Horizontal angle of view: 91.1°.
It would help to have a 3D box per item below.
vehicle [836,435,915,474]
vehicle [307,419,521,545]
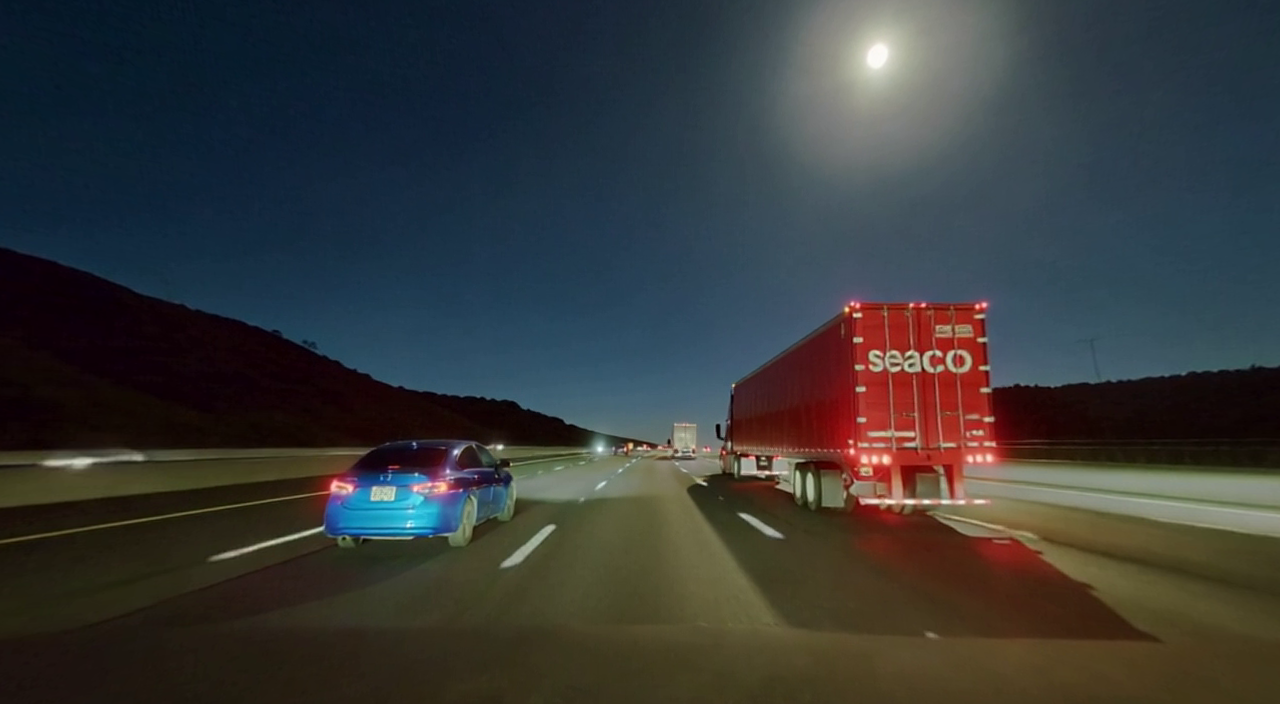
[{"bbox_3d":[11.301,4.960,30.536,2.062,1.736,4.589,0,-8,0],"label":"vehicle"},{"bbox_3d":[-3.297,1.969,10.112,1.967,1.615,3.886,0,-8,0],"label":"vehicle"}]
